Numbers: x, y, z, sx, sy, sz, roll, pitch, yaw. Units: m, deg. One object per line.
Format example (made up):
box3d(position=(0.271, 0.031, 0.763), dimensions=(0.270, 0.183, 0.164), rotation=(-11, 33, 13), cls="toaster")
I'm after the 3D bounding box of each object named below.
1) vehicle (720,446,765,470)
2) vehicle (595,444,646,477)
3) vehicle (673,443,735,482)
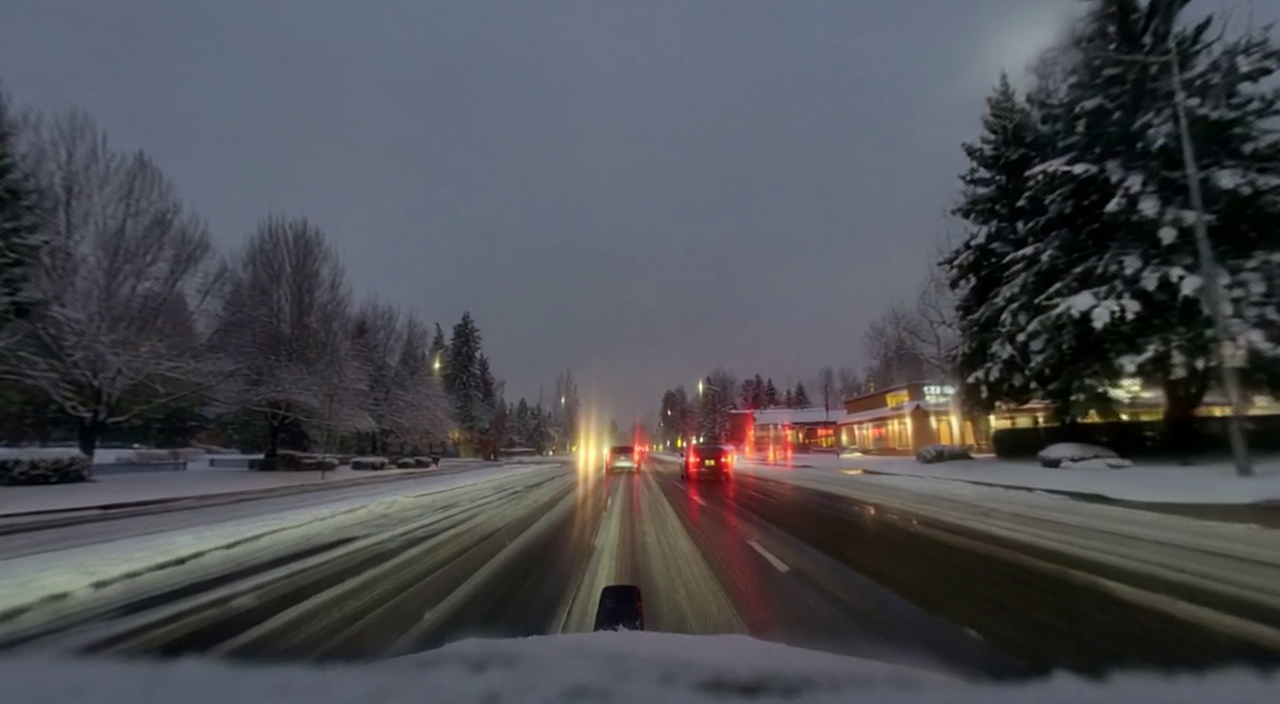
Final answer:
box3d(position=(6.313, 6.610, 39.427), dimensions=(2.068, 1.393, 3.874), rotation=(0, -9, -2), cls="vehicle")
box3d(position=(-0.892, 5.135, 30.111), dimensions=(2.242, 1.474, 4.127), rotation=(0, -9, -1), cls="vehicle")
box3d(position=(2.638, 4.664, 27.008), dimensions=(2.057, 1.491, 4.675), rotation=(0, -9, -1), cls="vehicle")
